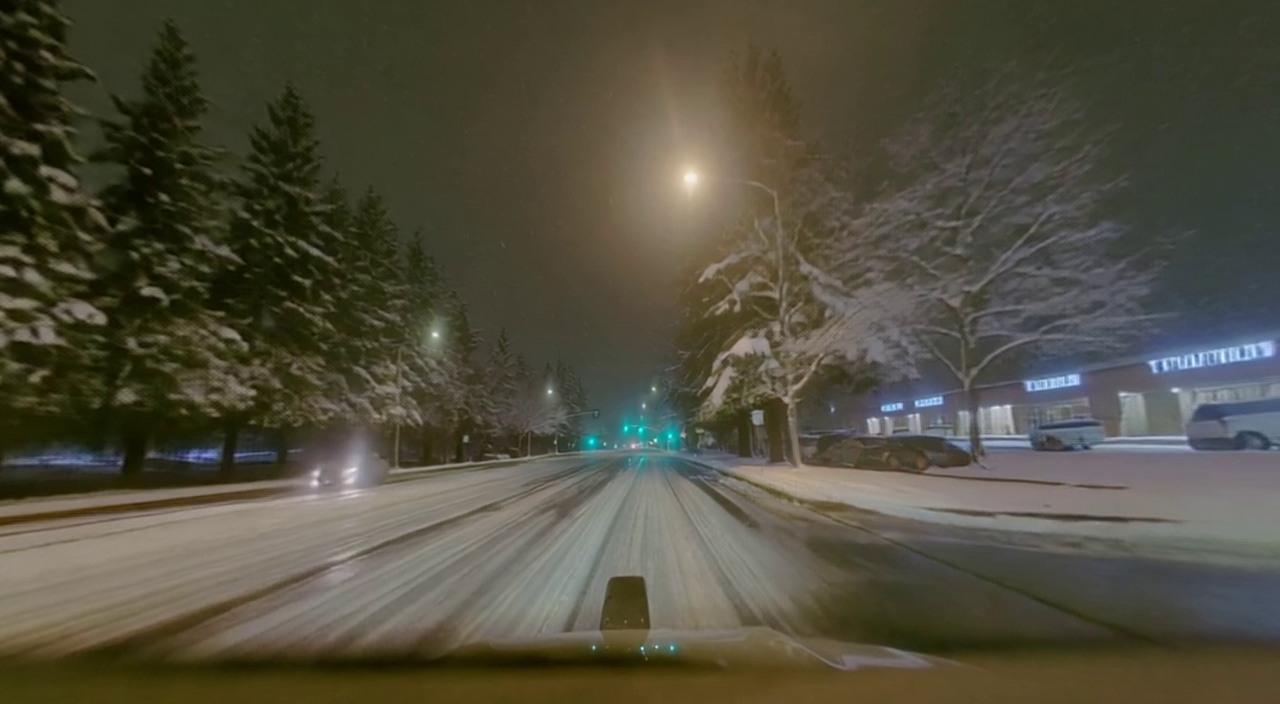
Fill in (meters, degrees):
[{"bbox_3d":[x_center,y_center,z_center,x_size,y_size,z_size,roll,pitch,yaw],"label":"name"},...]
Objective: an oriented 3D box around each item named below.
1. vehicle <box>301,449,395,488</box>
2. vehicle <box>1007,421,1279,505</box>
[{"bbox_3d":[-13.657,5.443,29.846,2.044,1.514,4.704,-4,-9,3],"label":"vehicle"},{"bbox_3d":[11.029,2.463,14.105,4.361,1.462,1.857,-4,-9,1],"label":"vehicle"}]
